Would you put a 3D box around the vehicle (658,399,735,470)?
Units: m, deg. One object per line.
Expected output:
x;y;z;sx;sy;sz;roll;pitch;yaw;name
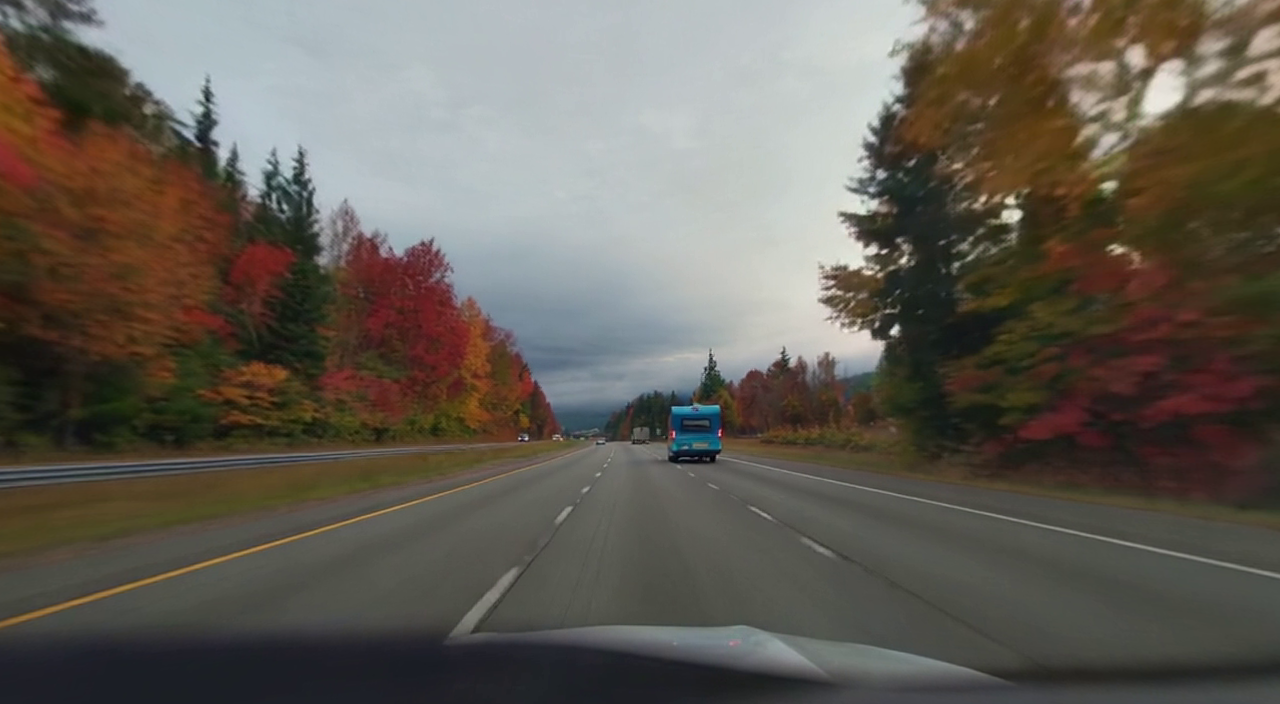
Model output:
2.414;3.879;29.439;2.815;2.876;7.101;0;-8;-1;vehicle
